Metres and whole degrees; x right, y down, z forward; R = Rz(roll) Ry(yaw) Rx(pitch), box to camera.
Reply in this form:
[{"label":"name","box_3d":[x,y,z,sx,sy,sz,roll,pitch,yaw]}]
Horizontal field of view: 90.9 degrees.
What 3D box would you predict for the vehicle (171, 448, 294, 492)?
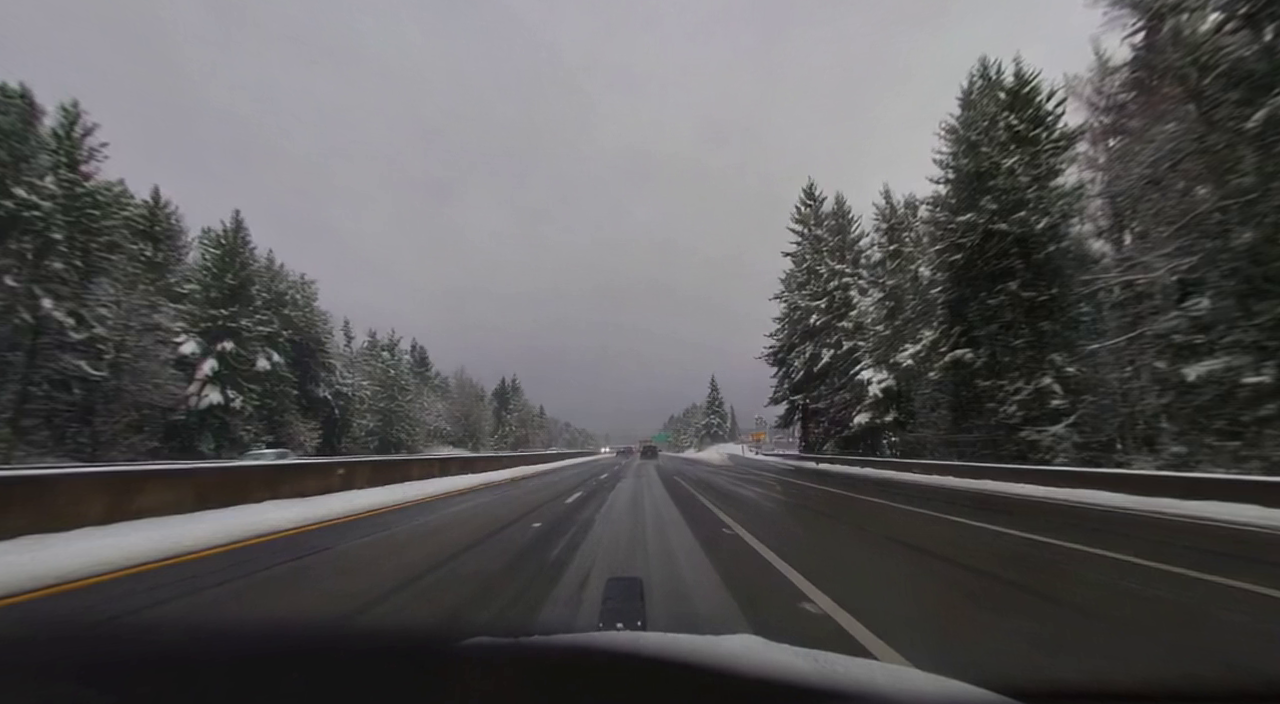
[{"label":"vehicle","box_3d":[-15.977,4.632,25.063,1.938,1.572,4.370,0,-9,0]}]
